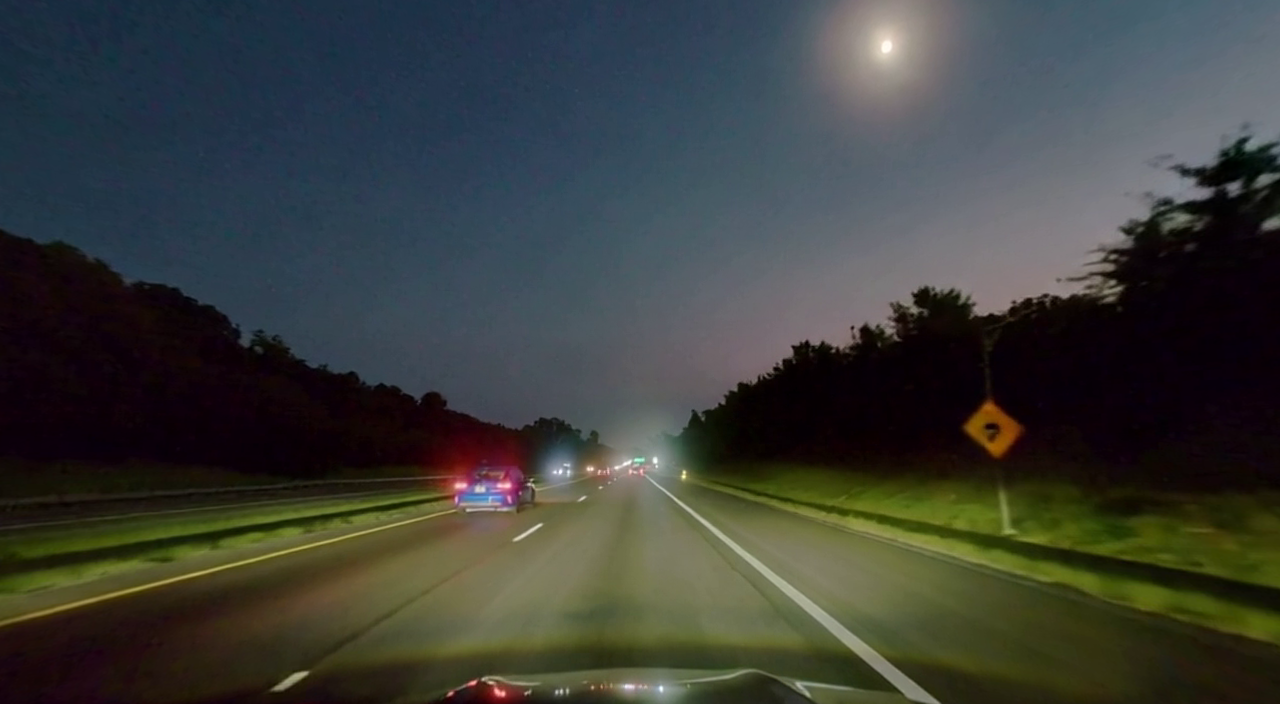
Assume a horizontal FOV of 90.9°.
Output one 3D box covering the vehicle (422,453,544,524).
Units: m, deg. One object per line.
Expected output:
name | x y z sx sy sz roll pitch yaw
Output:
vehicle | -3.788 3.399 16.047 2.017 1.516 4.041 1 -11 0
